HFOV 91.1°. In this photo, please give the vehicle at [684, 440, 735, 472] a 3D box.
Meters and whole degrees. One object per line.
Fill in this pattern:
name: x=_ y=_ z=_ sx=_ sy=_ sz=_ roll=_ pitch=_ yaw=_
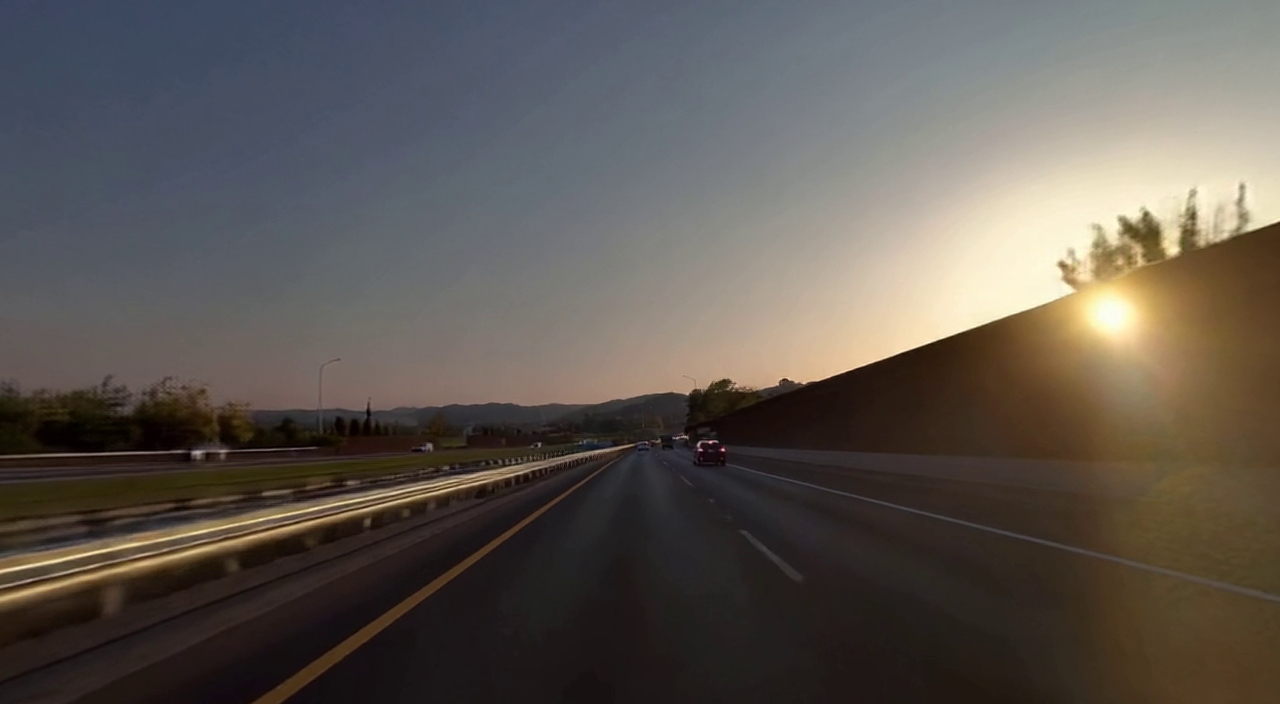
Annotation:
vehicle: x=3.552 y=5.420 z=32.936 sx=2.044 sy=1.527 sz=4.658 roll=0 pitch=-8 yaw=-1
